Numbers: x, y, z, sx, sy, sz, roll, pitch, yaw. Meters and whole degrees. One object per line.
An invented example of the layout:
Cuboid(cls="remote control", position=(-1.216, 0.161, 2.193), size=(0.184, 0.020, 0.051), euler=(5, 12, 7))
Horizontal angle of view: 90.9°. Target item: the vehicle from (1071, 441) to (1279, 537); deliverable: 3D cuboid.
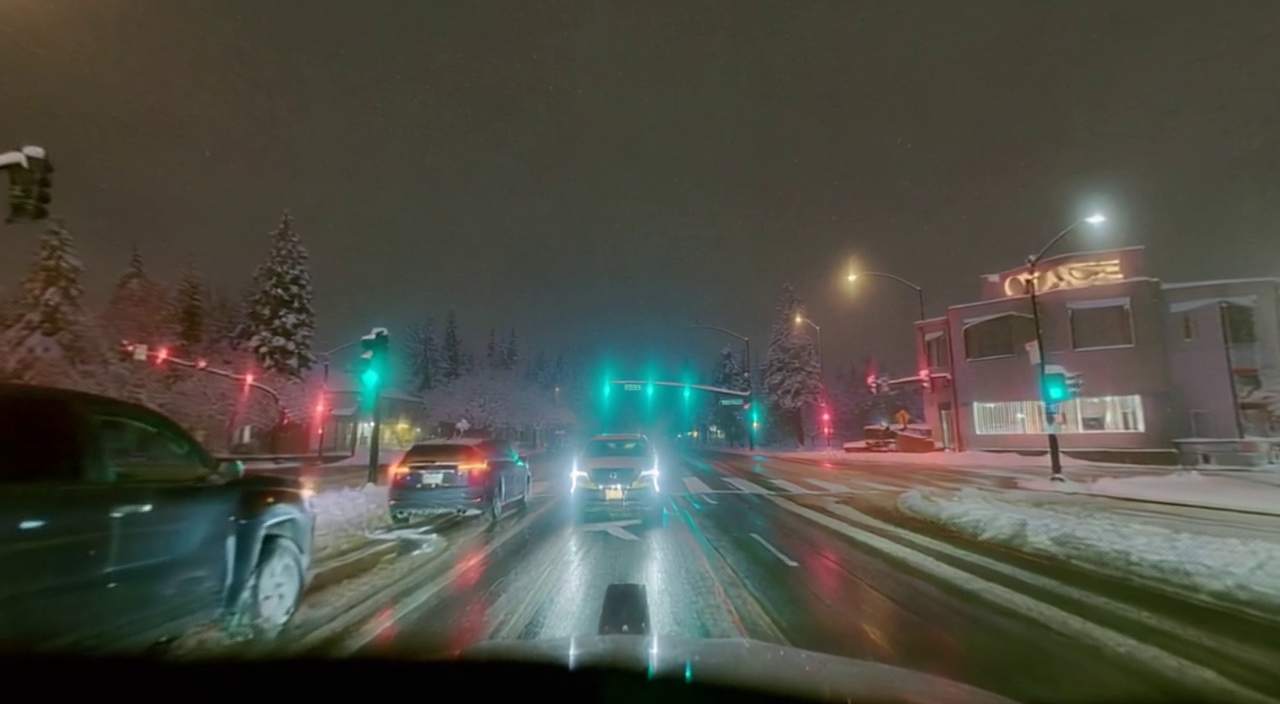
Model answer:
Cuboid(cls="vehicle", position=(10.724, 2.463, 12.071), size=(1.936, 1.474, 4.331), euler=(0, -8, 1))

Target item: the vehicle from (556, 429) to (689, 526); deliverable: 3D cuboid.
Cuboid(cls="vehicle", position=(-0.307, 2.252, 11.844), size=(2.059, 1.477, 3.988), euler=(0, -8, -1))

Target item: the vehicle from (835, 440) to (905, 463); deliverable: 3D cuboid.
Cuboid(cls="vehicle", position=(17.240, 7.431, 47.221), size=(5.064, 1.670, 1.966), euler=(4, -10, -29))

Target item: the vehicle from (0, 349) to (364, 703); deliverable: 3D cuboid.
Cuboid(cls="vehicle", position=(-3.451, 0.955, 3.147), size=(2.057, 1.678, 4.639), euler=(0, -8, 0))

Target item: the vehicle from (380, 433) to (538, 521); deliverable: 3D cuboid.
Cuboid(cls="vehicle", position=(-3.461, 2.460, 12.995), size=(1.939, 1.474, 4.327), euler=(0, -8, 0))

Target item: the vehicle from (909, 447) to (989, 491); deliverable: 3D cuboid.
Cuboid(cls="vehicle", position=(12.488, 4.707, 25.739), size=(1.935, 1.435, 4.141), euler=(3, -8, 12))
